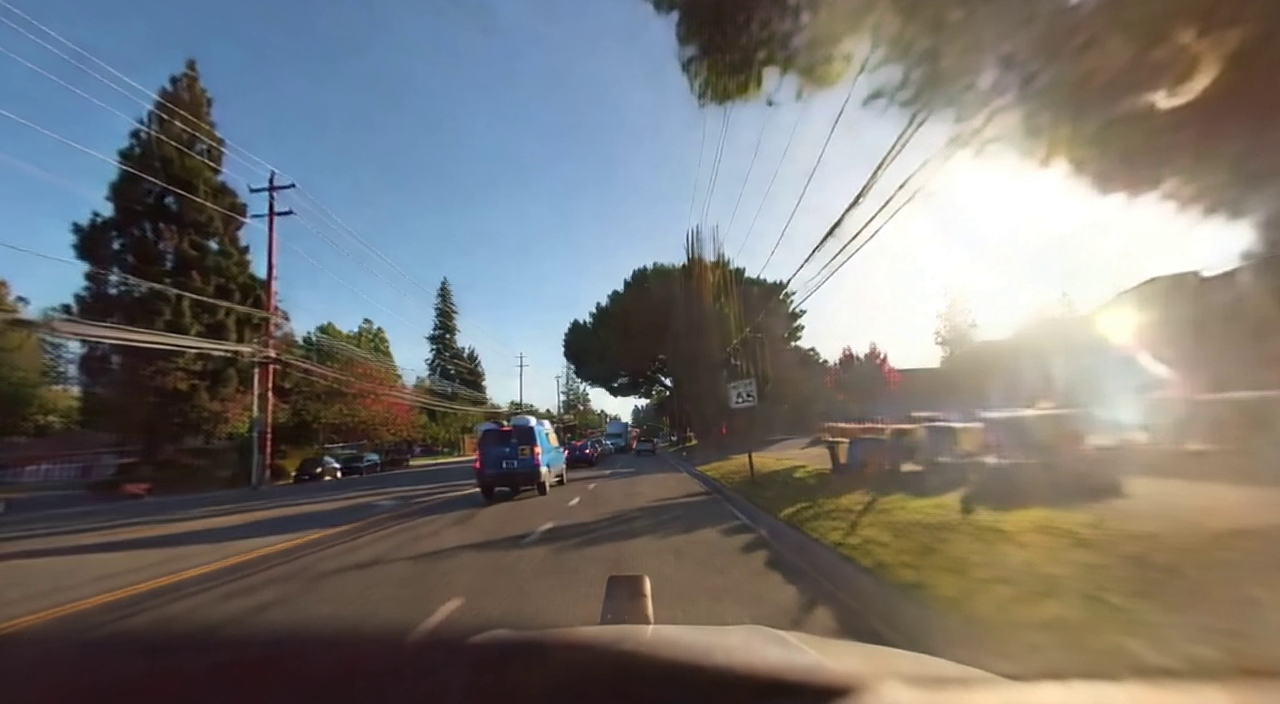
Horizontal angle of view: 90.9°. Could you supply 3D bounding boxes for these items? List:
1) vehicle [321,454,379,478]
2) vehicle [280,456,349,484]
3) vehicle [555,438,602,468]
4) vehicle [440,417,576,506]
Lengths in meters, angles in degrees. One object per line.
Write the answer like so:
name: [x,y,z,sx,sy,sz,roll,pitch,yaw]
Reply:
vehicle: [-20.282,7.962,44.348,2.231,1.478,4.603,1,-8,-5]
vehicle: [-19.744,7.142,38.493,2.099,1.449,4.749,1,-8,-6]
vehicle: [-3.145,5.291,33.108,1.998,1.466,4.124,0,-8,1]
vehicle: [-2.996,2.644,15.664,2.180,1.818,5.117,0,-8,1]
